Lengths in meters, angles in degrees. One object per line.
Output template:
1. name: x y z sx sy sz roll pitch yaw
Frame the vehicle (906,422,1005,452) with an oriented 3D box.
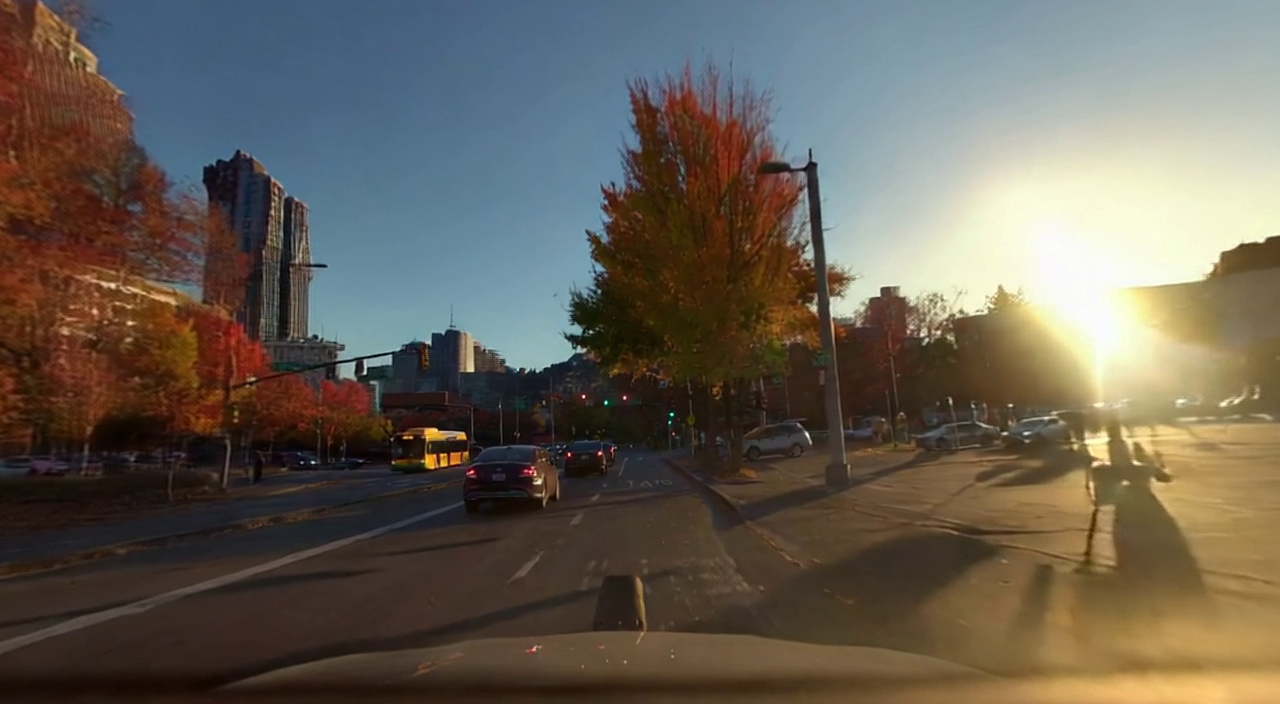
1. vehicle: 16.531 4.515 32.965 4.064 1.507 2.078 0 -9 1

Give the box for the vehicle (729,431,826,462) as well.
1. vehicle: 7.593 5.270 35.045 4.894 1.451 2.089 -3 -8 1

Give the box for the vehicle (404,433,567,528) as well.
1. vehicle: -2.745 2.404 12.231 2.092 1.507 4.078 0 -9 1

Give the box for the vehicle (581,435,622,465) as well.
1. vehicle: -2.341 6.129 39.030 2.365 1.751 3.904 0 -9 0

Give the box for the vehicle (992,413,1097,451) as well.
1. vehicle: 21.135 4.198 32.860 4.172 1.687 1.773 -4 -9 -1
